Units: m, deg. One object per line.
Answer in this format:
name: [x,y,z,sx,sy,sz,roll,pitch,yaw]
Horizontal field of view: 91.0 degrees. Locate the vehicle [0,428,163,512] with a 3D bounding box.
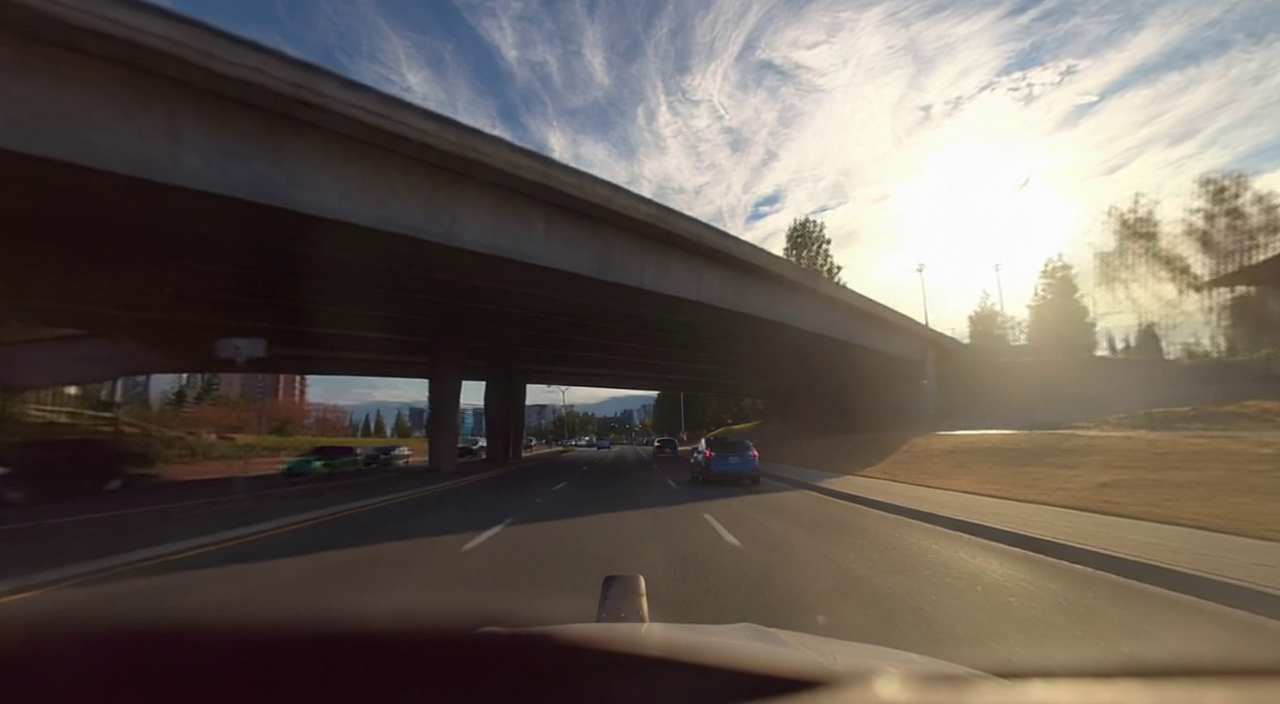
vehicle: [-16.194,3.085,16.885,2.243,1.952,5.838,0,-9,-1]

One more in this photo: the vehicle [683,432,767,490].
vehicle: [2.689,3.610,21.130,2.110,1.712,4.489,0,-9,-1]

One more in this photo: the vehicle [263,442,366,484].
vehicle: [-12.970,4.431,25.459,1.844,1.514,4.386,0,-9,0]

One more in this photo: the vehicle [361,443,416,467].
vehicle: [-16.620,6.831,41.833,1.883,1.506,4.535,0,-9,-1]
